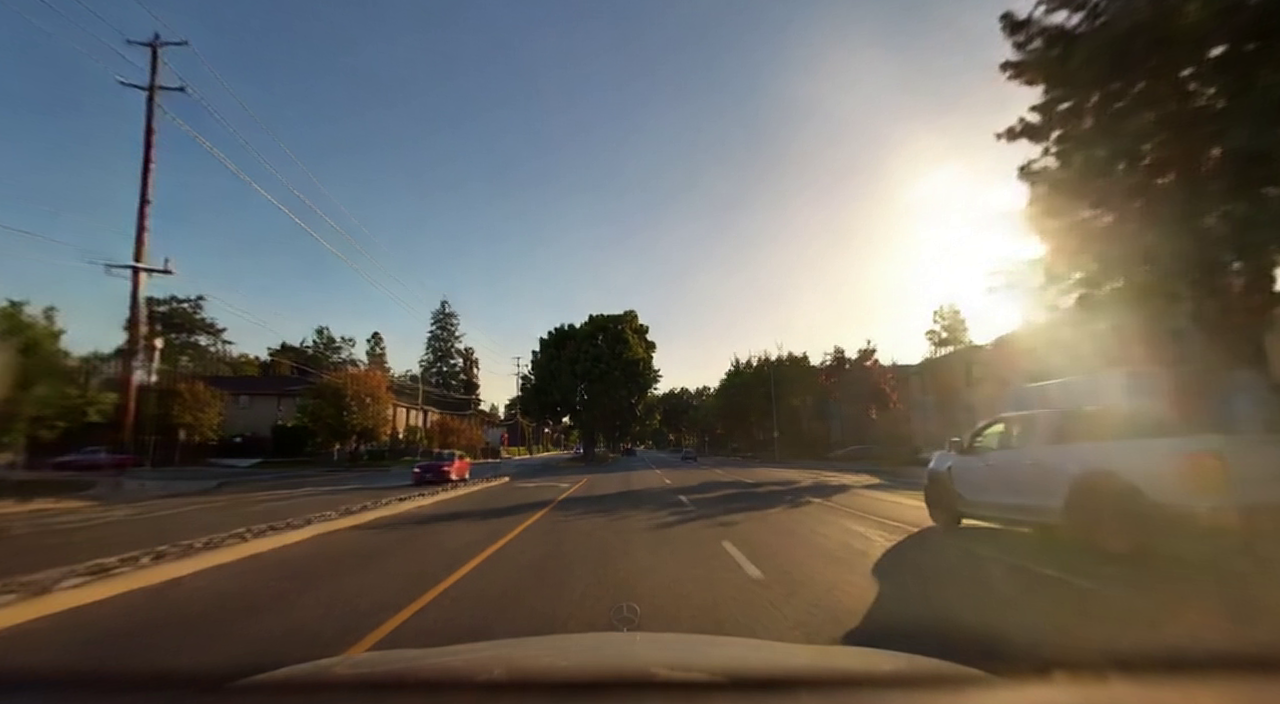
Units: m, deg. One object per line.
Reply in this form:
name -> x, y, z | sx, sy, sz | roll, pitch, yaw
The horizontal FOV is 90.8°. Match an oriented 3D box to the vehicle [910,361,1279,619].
vehicle -> 6.019, 1.495, 7.921 | 2.493, 1.956, 6.125 | 0, -9, -1

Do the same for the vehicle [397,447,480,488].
vehicle -> -8.642, 4.954, 27.540 | 2.140, 1.609, 4.460 | 0, -9, 0
